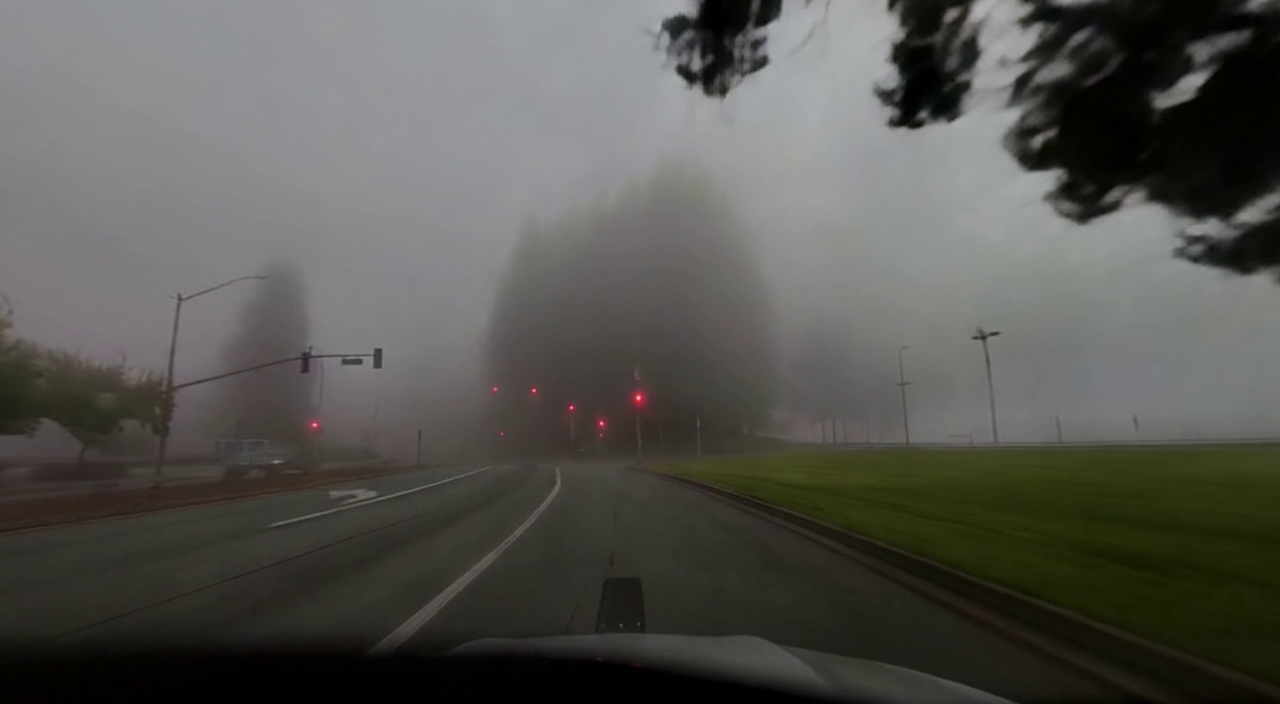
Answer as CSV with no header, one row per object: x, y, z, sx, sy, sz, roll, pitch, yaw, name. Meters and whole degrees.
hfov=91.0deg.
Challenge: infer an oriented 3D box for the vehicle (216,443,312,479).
-18.440,5.361,31.165,1.870,1.594,4.447,0,-9,2,vehicle
